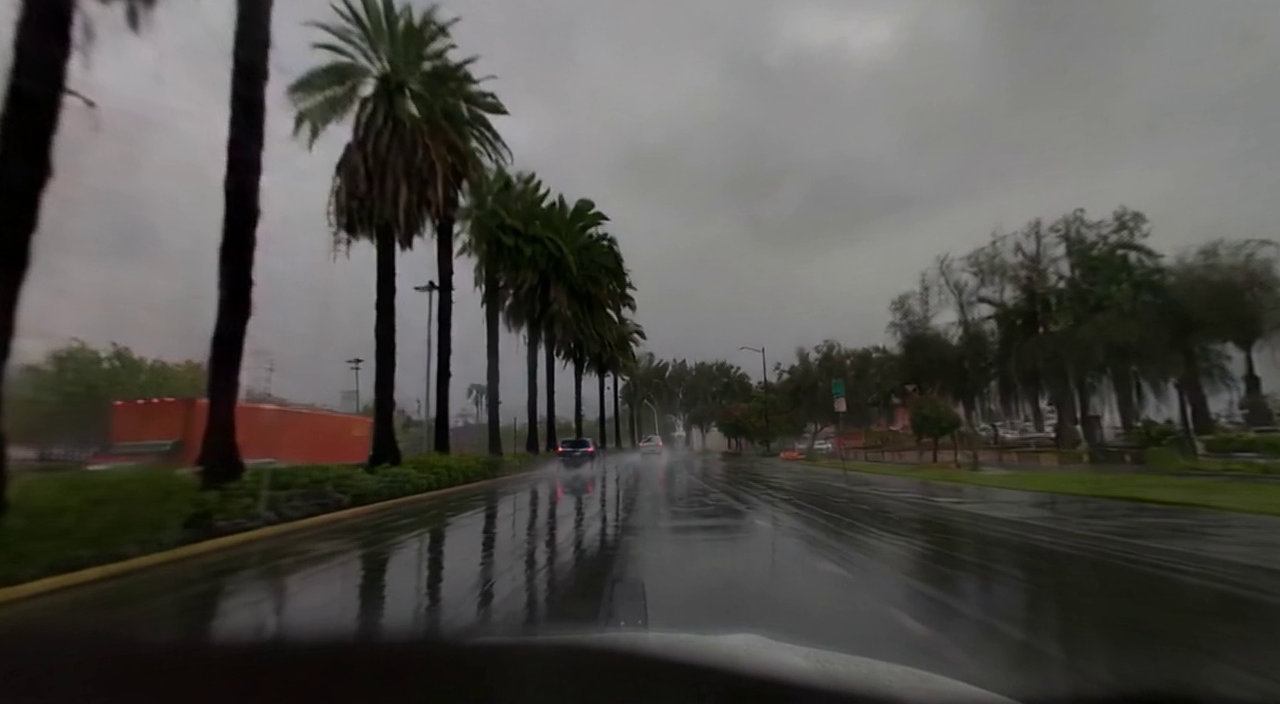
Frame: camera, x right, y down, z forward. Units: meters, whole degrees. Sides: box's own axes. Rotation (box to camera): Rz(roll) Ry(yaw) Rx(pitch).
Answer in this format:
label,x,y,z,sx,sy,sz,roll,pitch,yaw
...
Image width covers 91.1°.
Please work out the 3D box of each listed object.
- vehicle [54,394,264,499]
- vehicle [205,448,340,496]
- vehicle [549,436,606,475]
label,x,y,z,sx,sy,sz,roll,pitch,yaw
vehicle,-20.799,4.288,27.958,3.298,4.031,7.060,0,-10,3
vehicle,-16.075,5.257,27.998,2.402,1.844,5.766,0,-8,2
vehicle,-3.100,5.246,31.990,2.188,1.819,4.667,-1,-8,3
